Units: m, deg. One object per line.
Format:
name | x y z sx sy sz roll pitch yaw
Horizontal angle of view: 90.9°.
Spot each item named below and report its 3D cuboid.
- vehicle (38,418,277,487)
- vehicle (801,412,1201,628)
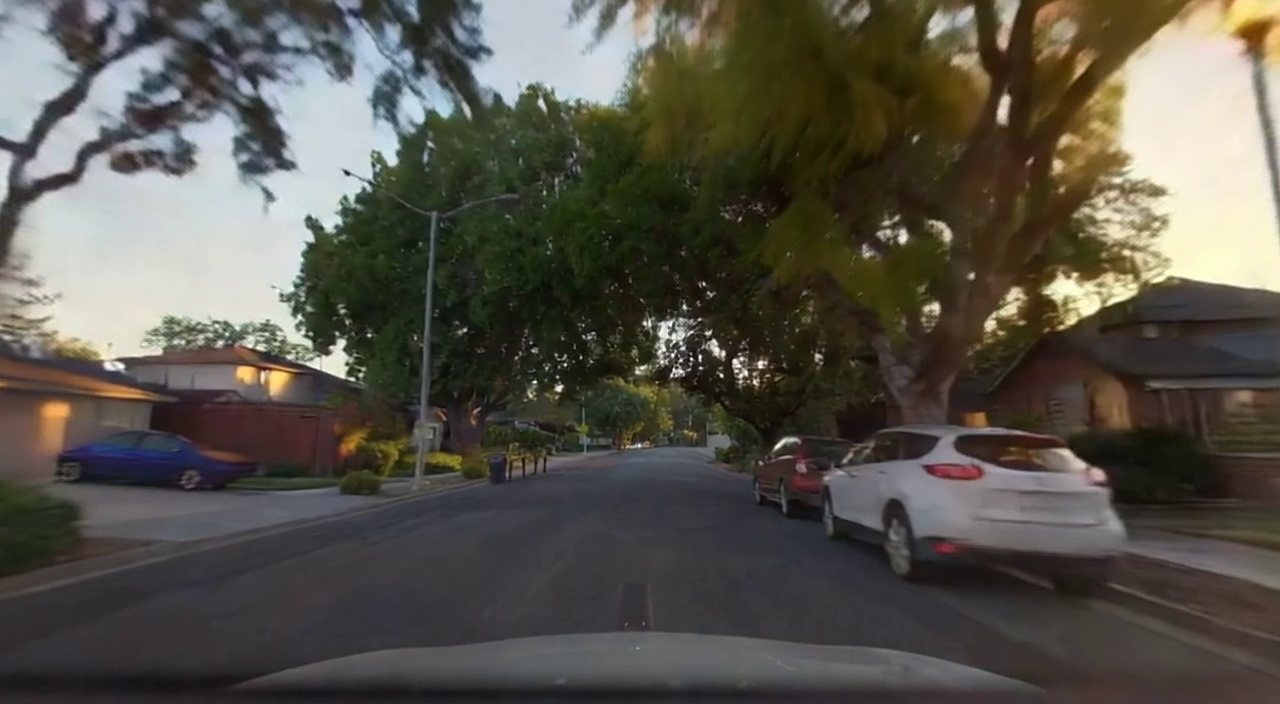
vehicle | -12.773 2.670 16.890 4.906 1.564 1.988 1 -8 6
vehicle | 3.570 1.724 7.549 2.046 1.760 4.570 0 -8 0
